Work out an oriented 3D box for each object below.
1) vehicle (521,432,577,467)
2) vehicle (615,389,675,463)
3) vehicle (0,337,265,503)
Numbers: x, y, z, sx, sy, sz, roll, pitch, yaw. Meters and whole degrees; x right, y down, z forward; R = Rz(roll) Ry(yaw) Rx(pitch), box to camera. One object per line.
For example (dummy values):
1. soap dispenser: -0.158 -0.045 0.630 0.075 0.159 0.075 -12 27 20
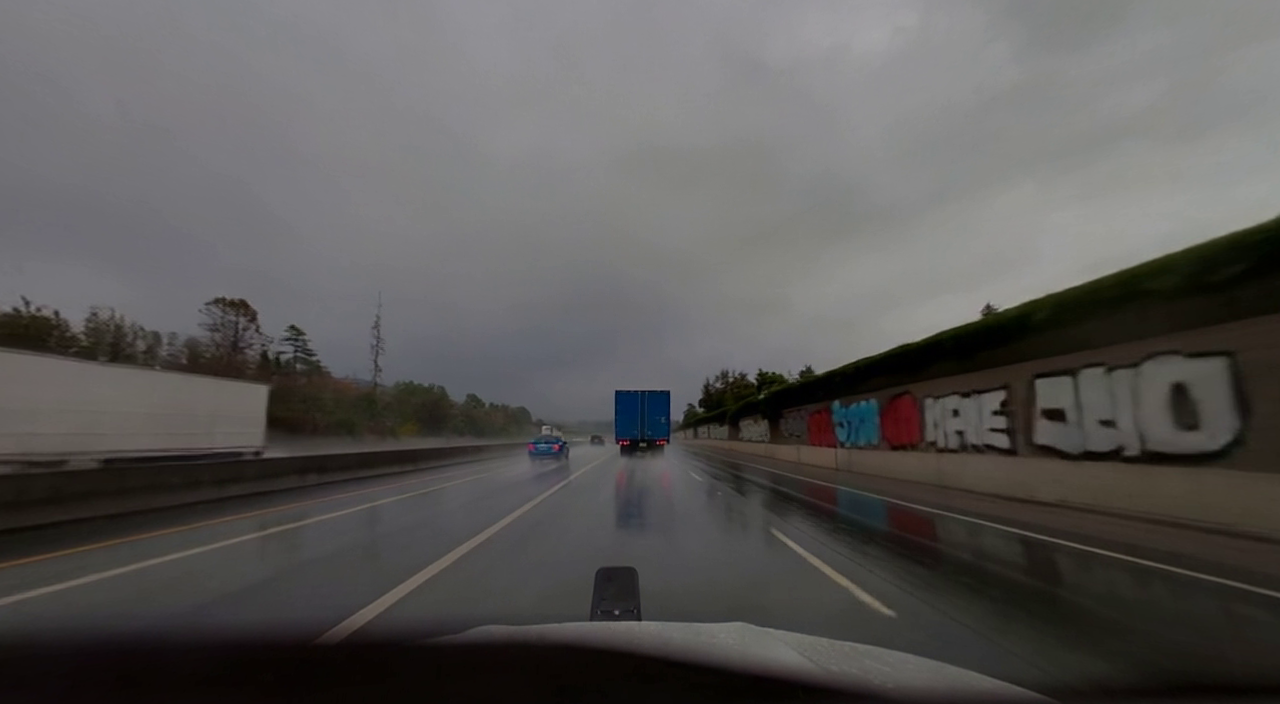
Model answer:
1. vehicle: -4.182 4.543 29.663 1.948 1.526 4.525 0 -8 0
2. vehicle: 0.145 4.260 35.679 2.927 3.649 9.443 0 -8 -1
3. vehicle: -18.111 2.178 19.336 3.166 4.222 16.648 0 -8 -1
